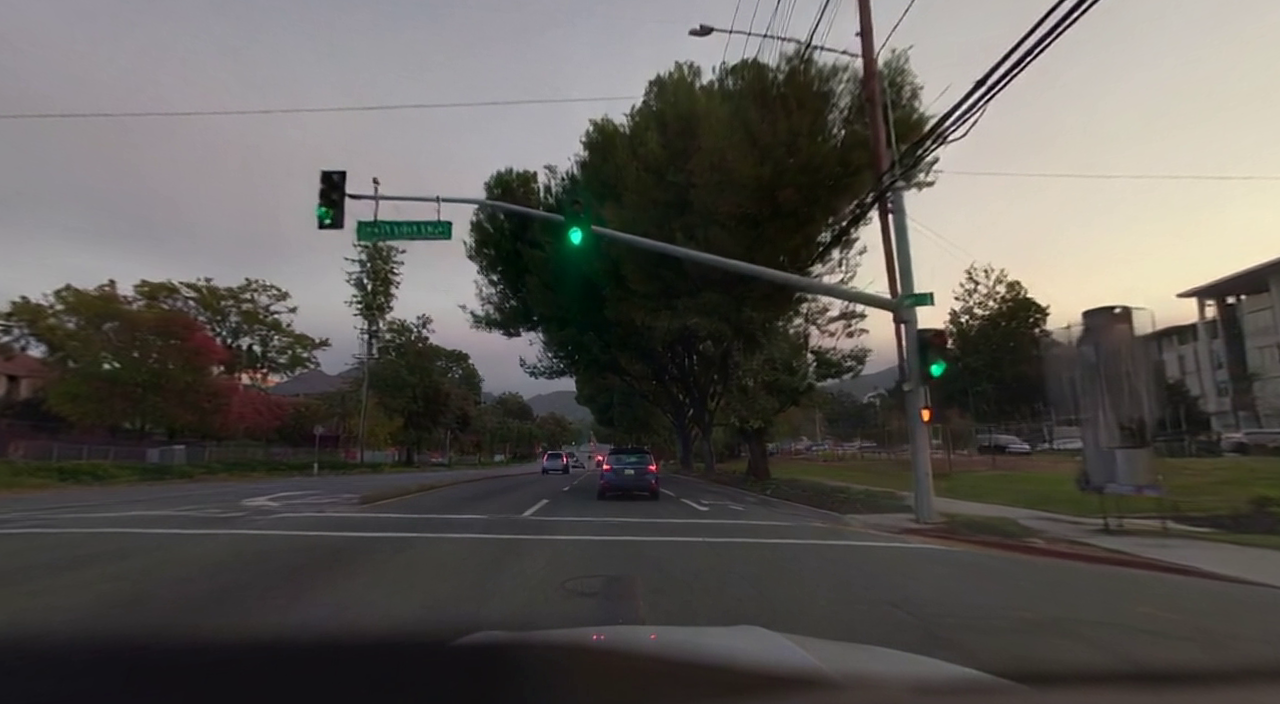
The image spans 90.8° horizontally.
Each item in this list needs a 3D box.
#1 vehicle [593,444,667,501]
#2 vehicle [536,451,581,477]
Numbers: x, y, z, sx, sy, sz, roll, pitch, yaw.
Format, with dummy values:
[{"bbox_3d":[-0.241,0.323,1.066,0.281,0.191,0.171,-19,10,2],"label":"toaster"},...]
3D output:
[{"bbox_3d":[-0.350,3.813,20.401,2.156,1.636,3.923,0,-9,-2],"label":"vehicle"},{"bbox_3d":[-4.919,6.813,38.687,2.153,1.474,4.284,0,-9,1],"label":"vehicle"}]
